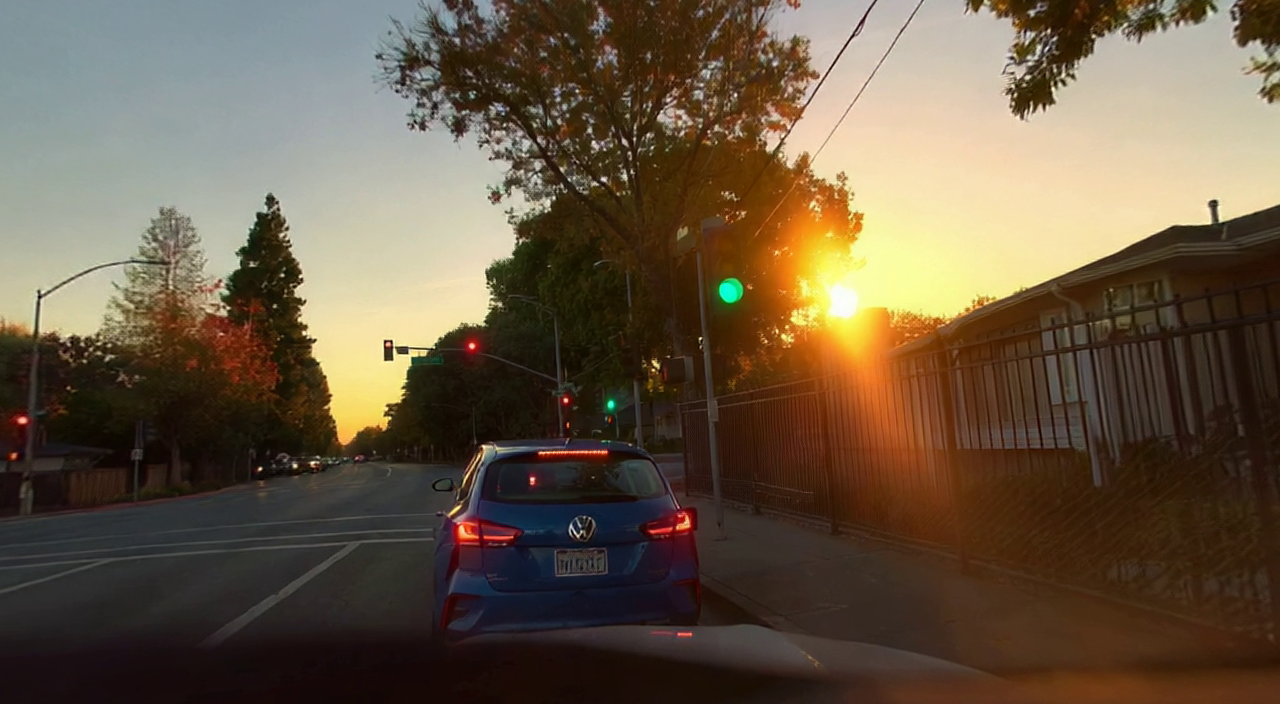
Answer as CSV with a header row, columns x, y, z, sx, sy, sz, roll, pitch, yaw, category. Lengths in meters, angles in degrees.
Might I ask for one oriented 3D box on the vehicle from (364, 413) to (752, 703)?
x,y,z,sx,sy,sz,roll,pitch,yaw,category
-0.675,1.359,5.228,2.024,1.502,3.702,1,-9,-9,vehicle
